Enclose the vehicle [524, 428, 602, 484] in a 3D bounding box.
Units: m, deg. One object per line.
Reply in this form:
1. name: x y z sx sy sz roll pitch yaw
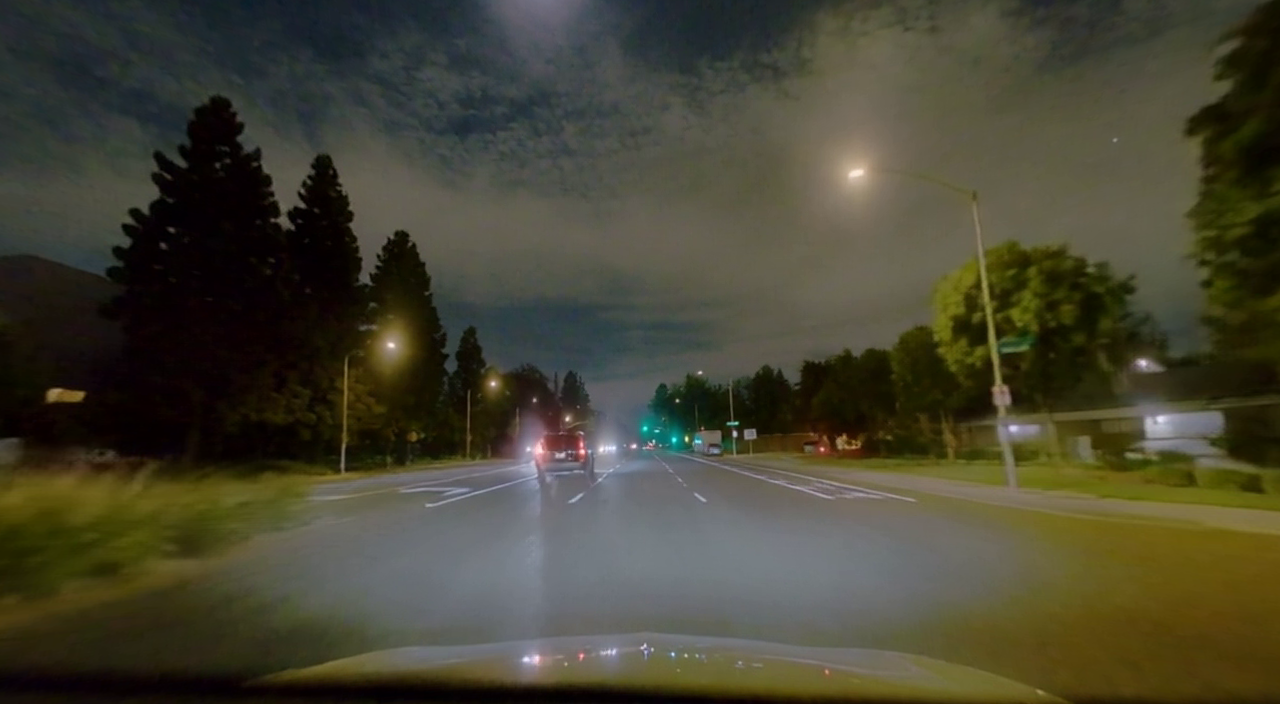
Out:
1. vehicle: -2.740 3.843 23.570 2.179 1.851 4.756 0 -8 2
